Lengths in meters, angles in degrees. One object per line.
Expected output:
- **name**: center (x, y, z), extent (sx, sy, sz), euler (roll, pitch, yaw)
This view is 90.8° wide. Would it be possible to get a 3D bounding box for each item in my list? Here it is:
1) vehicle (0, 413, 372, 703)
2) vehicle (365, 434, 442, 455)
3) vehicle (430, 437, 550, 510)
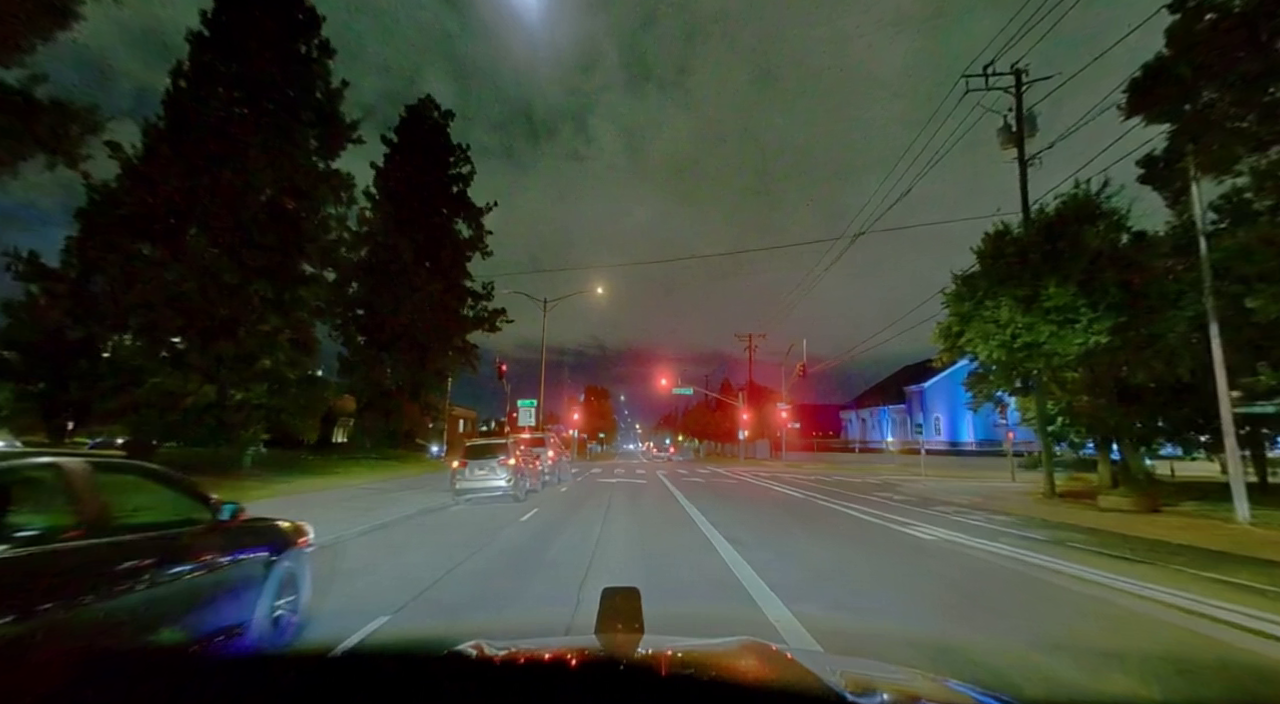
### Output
- **vehicle**: center (-3.252, 1.011, 2.474), extent (2.089, 1.501, 5.294), euler (0, -9, 0)
- **vehicle**: center (-16.807, 6.601, 45.066), extent (4.718, 1.497, 2.032), euler (0, -9, 0)
- **vehicle**: center (-3.511, 2.936, 15.774), extent (1.855, 1.534, 4.644), euler (0, -9, 0)
